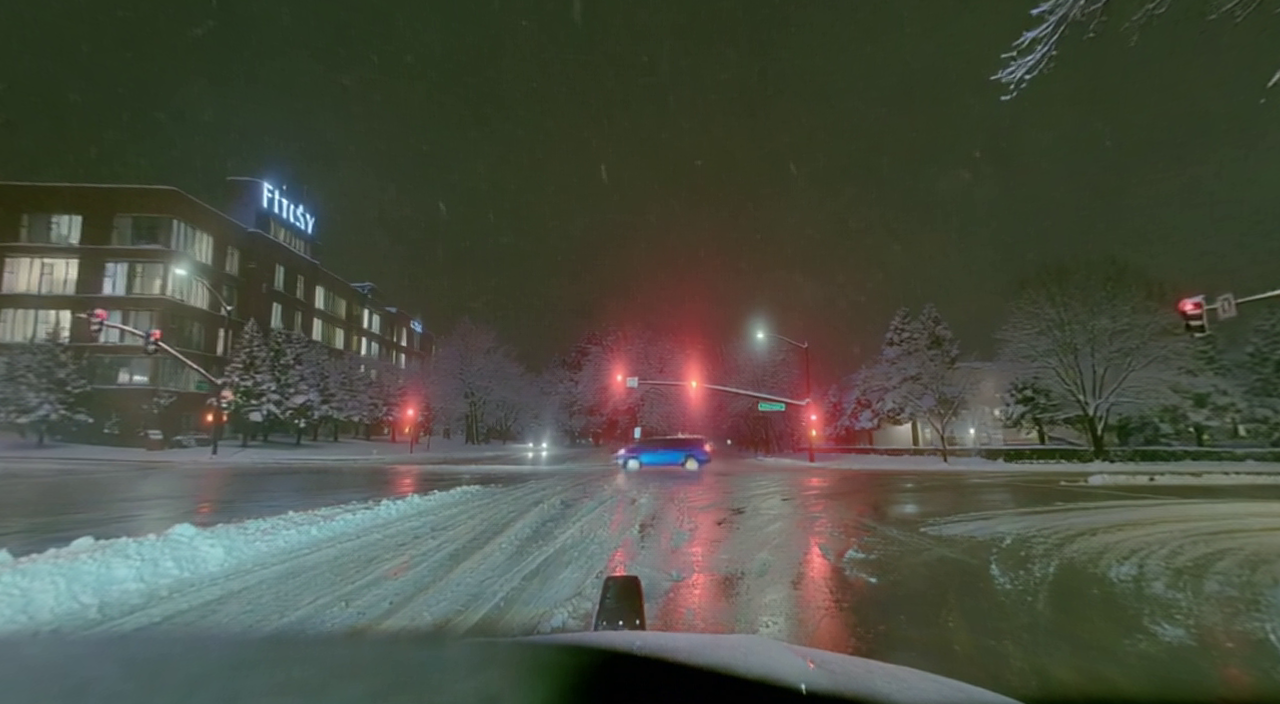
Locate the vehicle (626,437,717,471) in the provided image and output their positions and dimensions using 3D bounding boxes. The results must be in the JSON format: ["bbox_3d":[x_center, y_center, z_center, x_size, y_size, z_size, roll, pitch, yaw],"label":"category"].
[{"bbox_3d":[1.611,5.460,33.888,4.639,1.699,2.030,0,-9,-4],"label":"vehicle"}]
